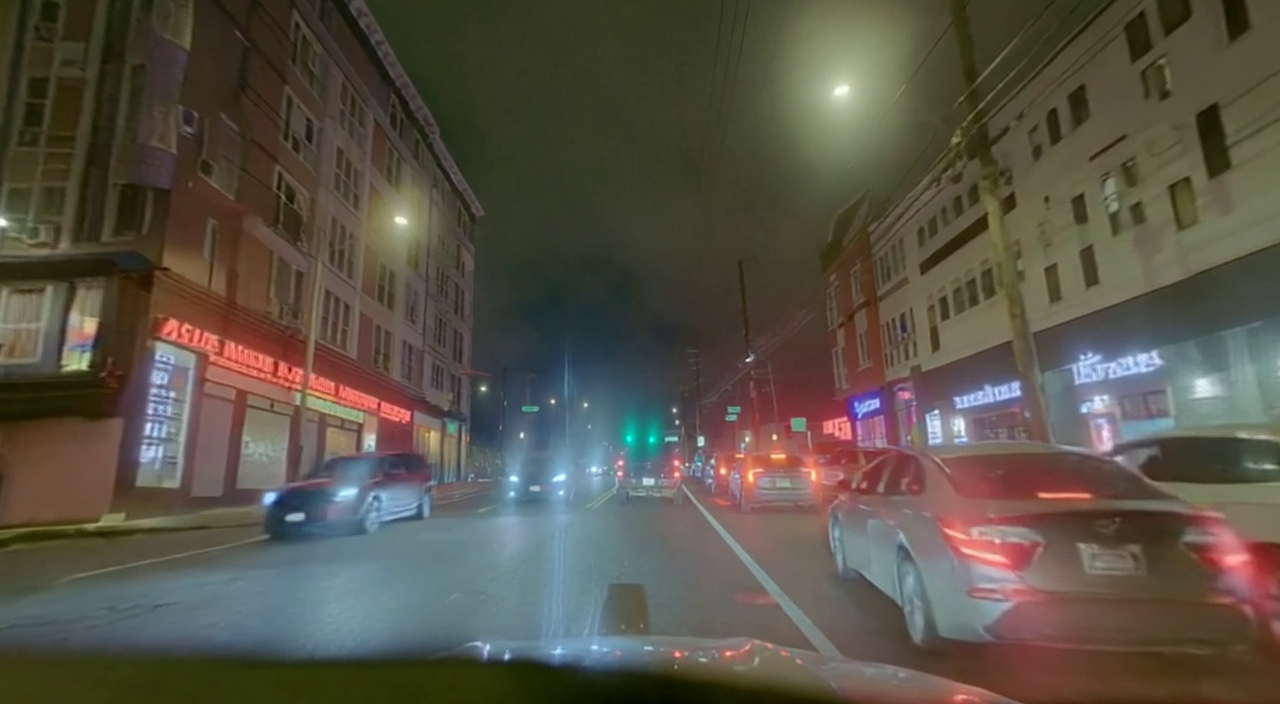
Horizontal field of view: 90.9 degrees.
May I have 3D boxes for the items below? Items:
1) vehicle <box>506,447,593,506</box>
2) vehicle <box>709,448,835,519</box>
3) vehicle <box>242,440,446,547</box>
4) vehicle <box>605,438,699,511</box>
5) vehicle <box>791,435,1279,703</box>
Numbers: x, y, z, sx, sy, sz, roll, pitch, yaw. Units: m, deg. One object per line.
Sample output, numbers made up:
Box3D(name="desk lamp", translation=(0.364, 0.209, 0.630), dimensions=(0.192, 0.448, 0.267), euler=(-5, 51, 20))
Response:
Box3D(name="vehicle", translation=(-2.732, 3.860, 20.052), dimensions=(2.023, 1.646, 4.282), euler=(0, -8, 2))
Box3D(name="vehicle", translation=(3.112, 3.205, 16.060), dimensions=(2.116, 1.487, 4.988), euler=(0, -8, 0))
Box3D(name="vehicle", translation=(-5.651, 2.709, 12.824), dimensions=(1.962, 1.755, 4.423), euler=(0, -8, 0))
Box3D(name="vehicle", translation=(0.256, 3.229, 17.131), dimensions=(2.232, 1.736, 4.036), euler=(0, -8, -1))
Box3D(name="vehicle", translation=(2.788, 1.457, 5.187), dimensions=(2.029, 1.460, 4.451), euler=(0, -8, 1))
